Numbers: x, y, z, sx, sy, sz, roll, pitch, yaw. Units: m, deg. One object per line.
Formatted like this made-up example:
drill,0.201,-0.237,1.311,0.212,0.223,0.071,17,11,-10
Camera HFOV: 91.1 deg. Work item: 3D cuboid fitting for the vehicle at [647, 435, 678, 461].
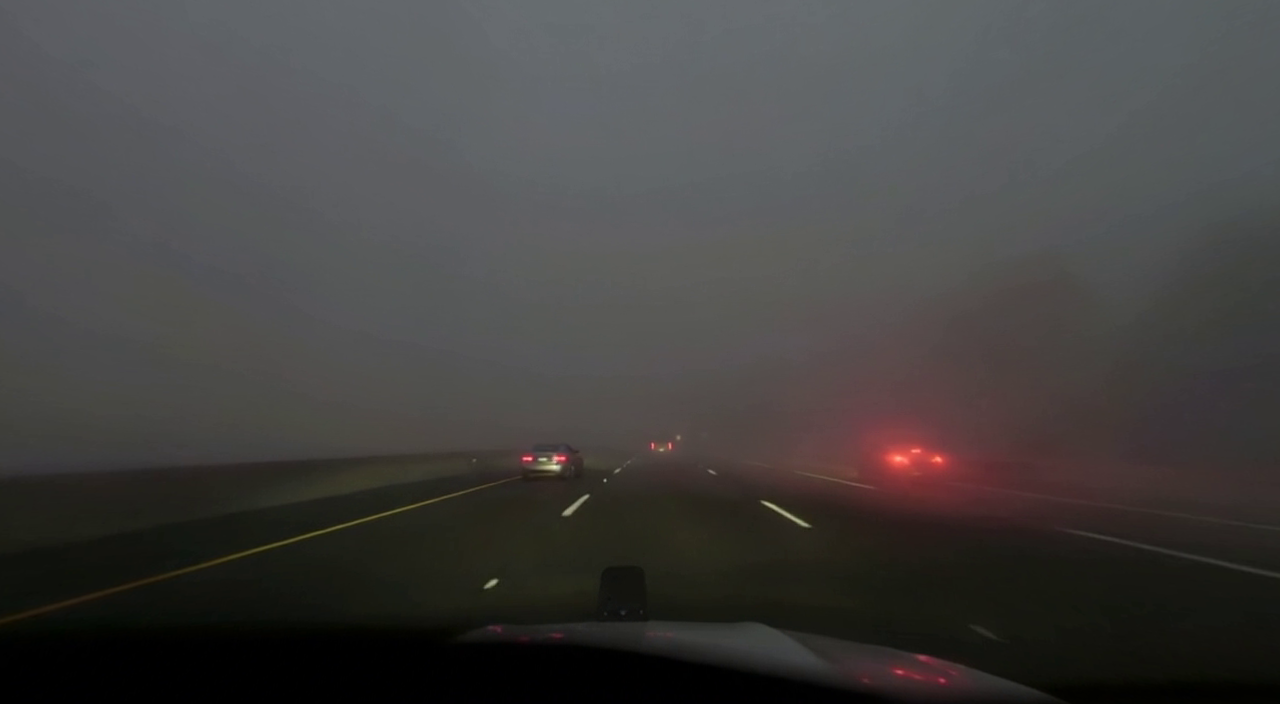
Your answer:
vehicle,1.542,6.680,43.679,2.063,1.698,4.355,0,-8,1

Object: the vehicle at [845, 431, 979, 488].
vehicle,8.012,3.216,19.119,1.870,1.493,5.015,0,-8,0

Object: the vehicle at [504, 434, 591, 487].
vehicle,-2.888,3.511,20.656,2.050,1.546,4.344,0,-8,2
